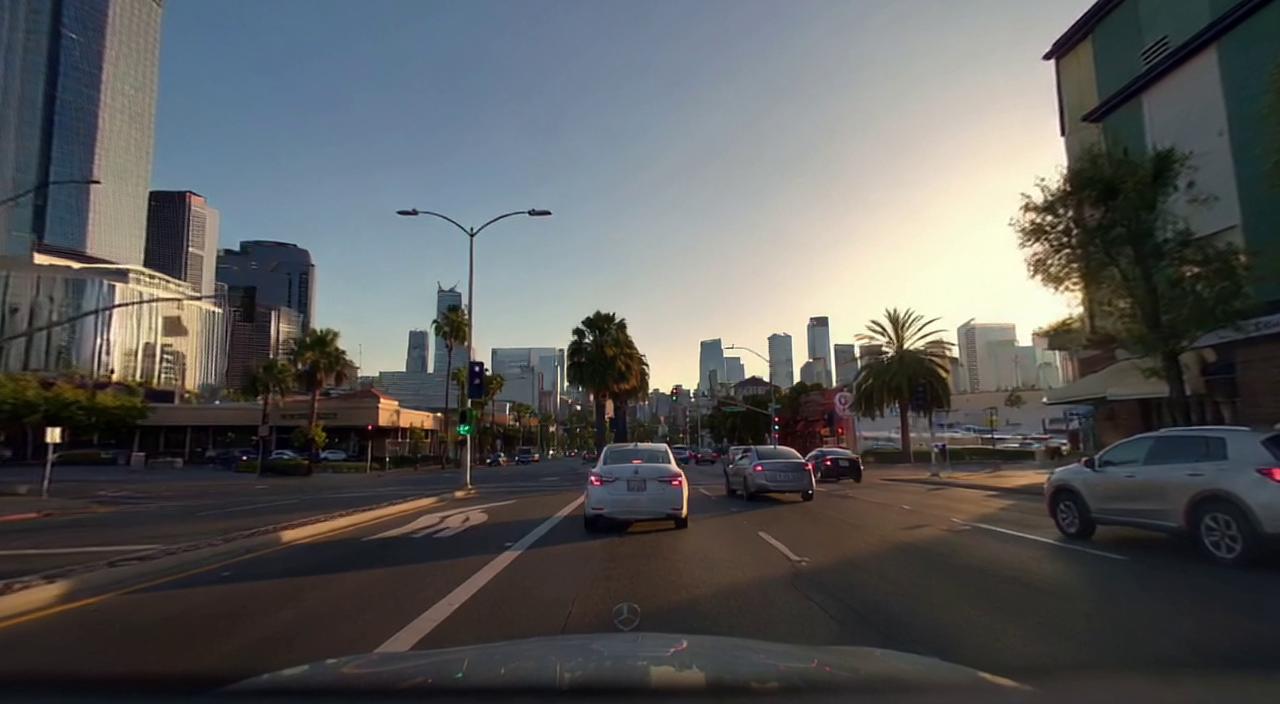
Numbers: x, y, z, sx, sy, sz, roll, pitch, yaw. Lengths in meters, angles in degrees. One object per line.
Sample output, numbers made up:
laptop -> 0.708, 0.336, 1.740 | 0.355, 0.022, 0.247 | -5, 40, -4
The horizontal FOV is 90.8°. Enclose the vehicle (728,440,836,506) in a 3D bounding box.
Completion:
vehicle -> 3.689, 3.207, 17.228 | 1.892, 1.532, 4.177 | 0, -8, -1

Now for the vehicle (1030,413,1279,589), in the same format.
vehicle -> 7.073, 1.669, 7.688 | 1.940, 1.674, 4.085 | 0, -8, -1

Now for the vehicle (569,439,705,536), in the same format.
vehicle -> -0.086, 2.406, 11.860 | 2.110, 1.487, 3.873 | 0, -8, -1
